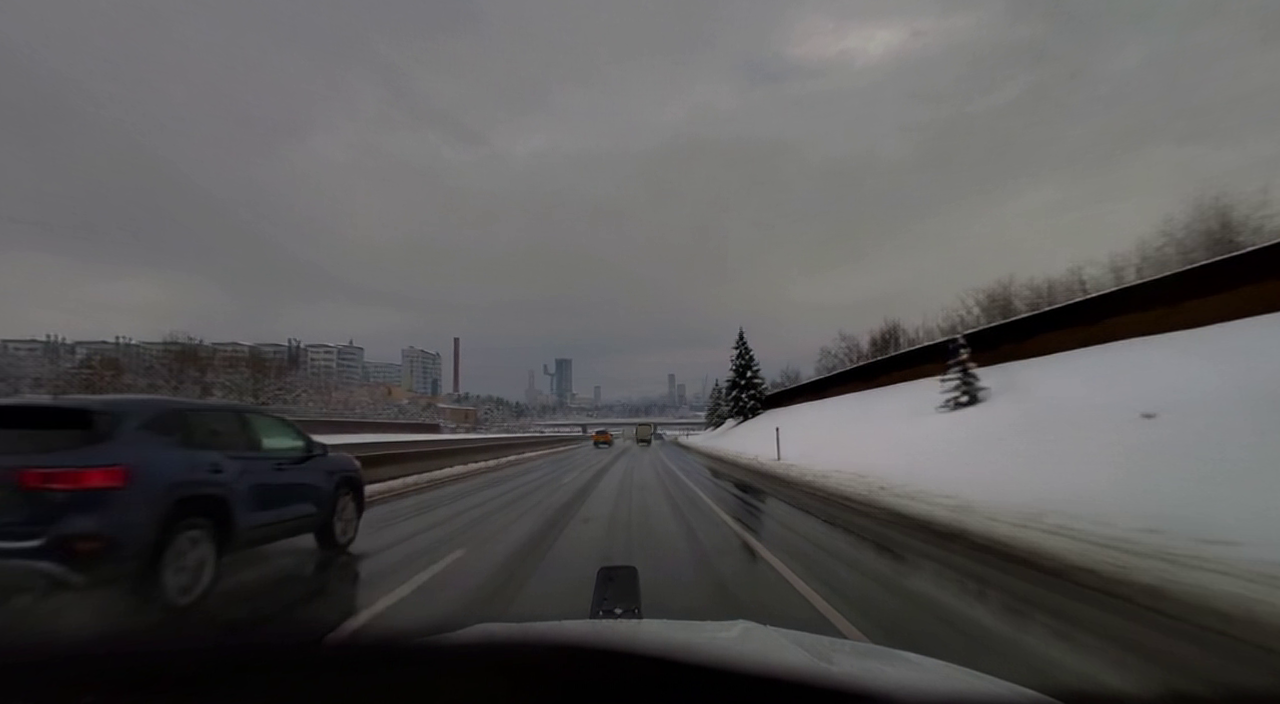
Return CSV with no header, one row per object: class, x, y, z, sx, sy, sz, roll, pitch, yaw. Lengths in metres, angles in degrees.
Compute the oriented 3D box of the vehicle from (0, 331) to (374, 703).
vehicle,-3.860,0.998,4.561,2.018,1.678,4.312,0,-8,-1
